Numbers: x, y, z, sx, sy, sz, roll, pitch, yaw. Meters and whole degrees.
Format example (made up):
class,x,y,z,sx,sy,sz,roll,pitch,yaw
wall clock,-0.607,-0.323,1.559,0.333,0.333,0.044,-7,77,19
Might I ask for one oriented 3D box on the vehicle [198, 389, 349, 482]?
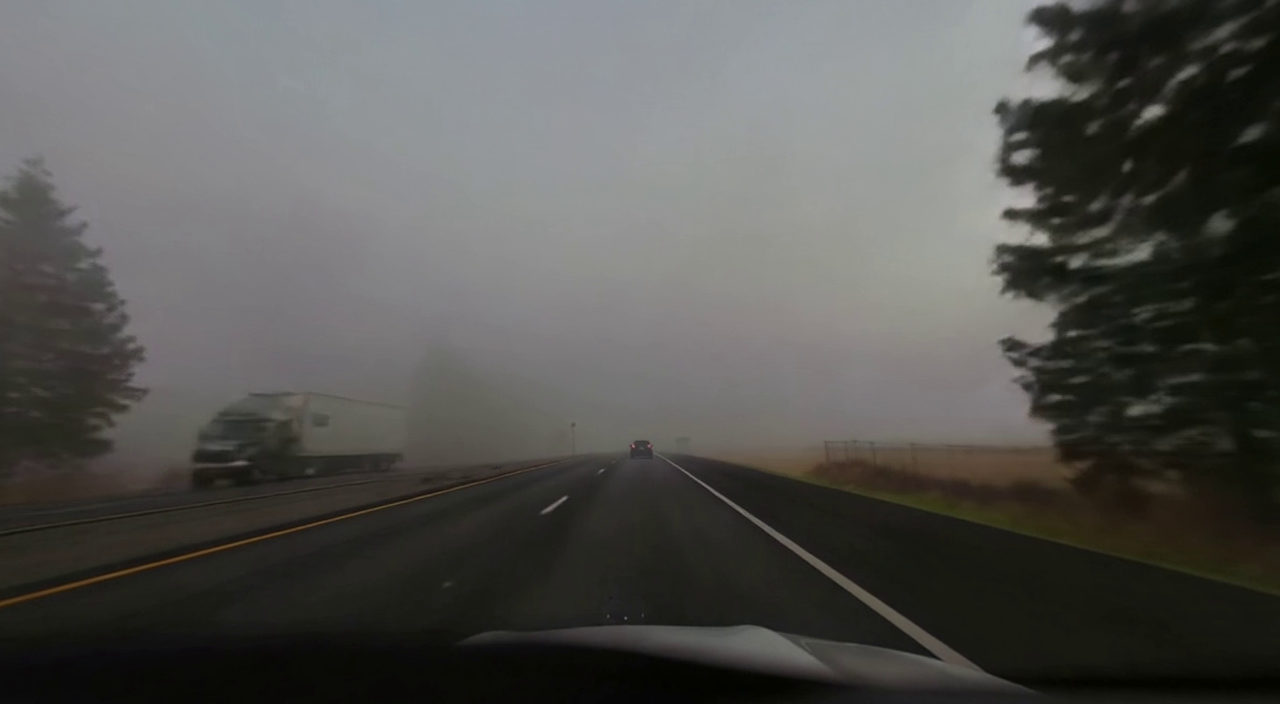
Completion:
class,x,y,z,sx,sy,sz,roll,pitch,yaw
vehicle,-16.622,3.861,29.130,2.977,3.808,6.217,0,-8,1
